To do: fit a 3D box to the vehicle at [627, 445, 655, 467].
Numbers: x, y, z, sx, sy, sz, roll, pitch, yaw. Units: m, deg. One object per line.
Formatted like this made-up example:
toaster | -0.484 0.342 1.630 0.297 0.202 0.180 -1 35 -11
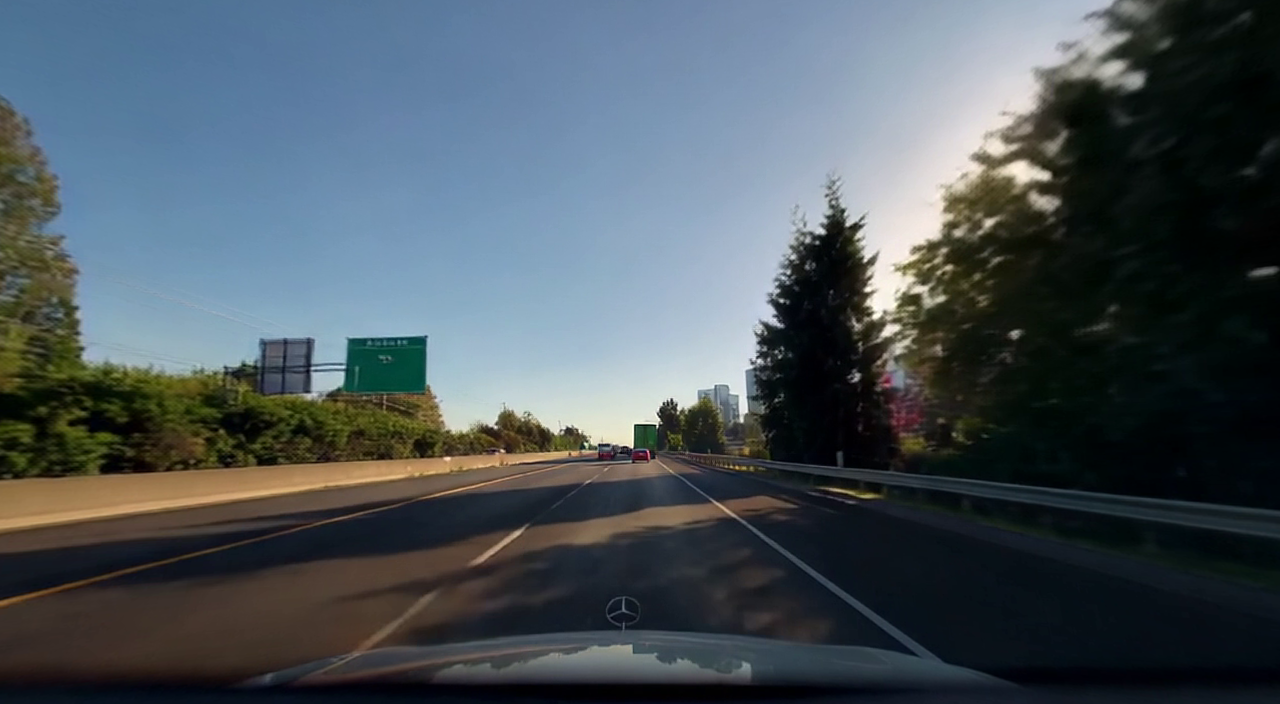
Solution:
vehicle | 0.083 7.993 48.425 2.094 1.559 3.945 -1 -9 0
